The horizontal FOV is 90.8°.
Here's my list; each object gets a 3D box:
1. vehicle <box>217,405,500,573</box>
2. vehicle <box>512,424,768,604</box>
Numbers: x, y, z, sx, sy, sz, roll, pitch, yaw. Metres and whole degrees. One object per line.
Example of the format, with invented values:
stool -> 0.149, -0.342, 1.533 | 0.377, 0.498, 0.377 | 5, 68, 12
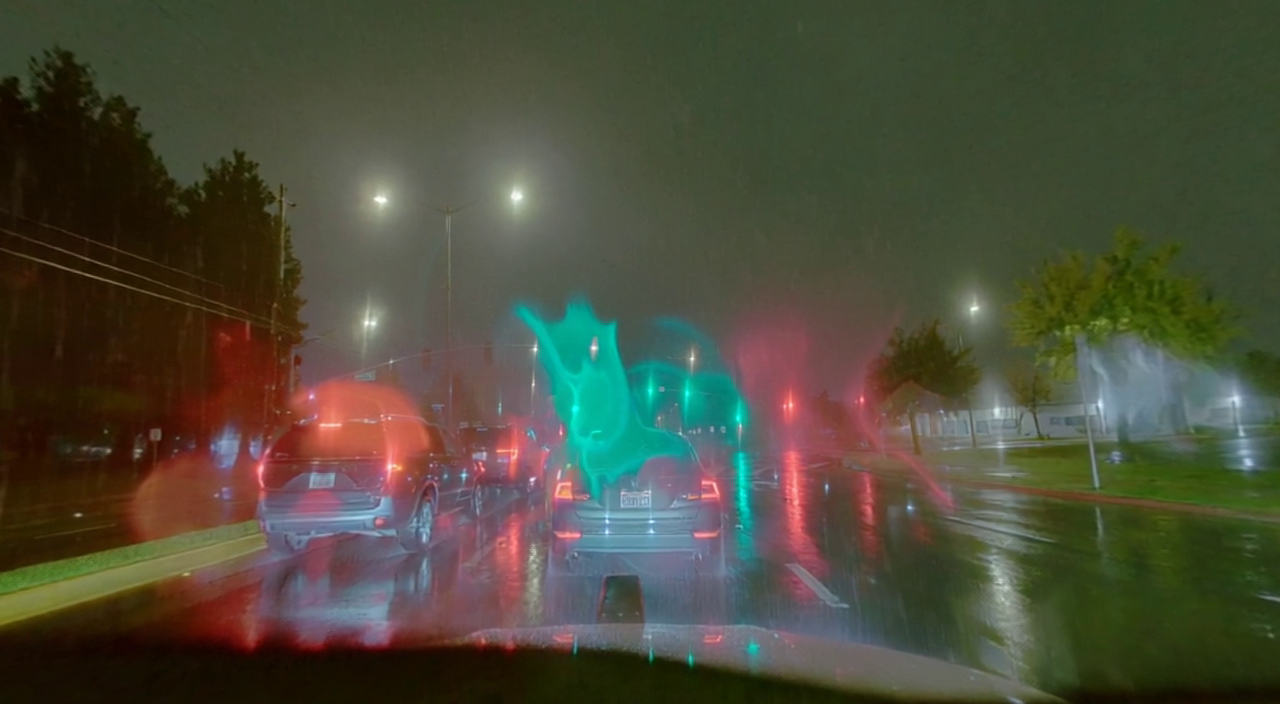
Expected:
vehicle -> -3.426, 1.750, 8.815 | 2.046, 1.751, 4.208 | 0, -8, -1
vehicle -> -0.054, 1.644, 7.312 | 2.126, 1.475, 3.967 | 0, -8, -2
